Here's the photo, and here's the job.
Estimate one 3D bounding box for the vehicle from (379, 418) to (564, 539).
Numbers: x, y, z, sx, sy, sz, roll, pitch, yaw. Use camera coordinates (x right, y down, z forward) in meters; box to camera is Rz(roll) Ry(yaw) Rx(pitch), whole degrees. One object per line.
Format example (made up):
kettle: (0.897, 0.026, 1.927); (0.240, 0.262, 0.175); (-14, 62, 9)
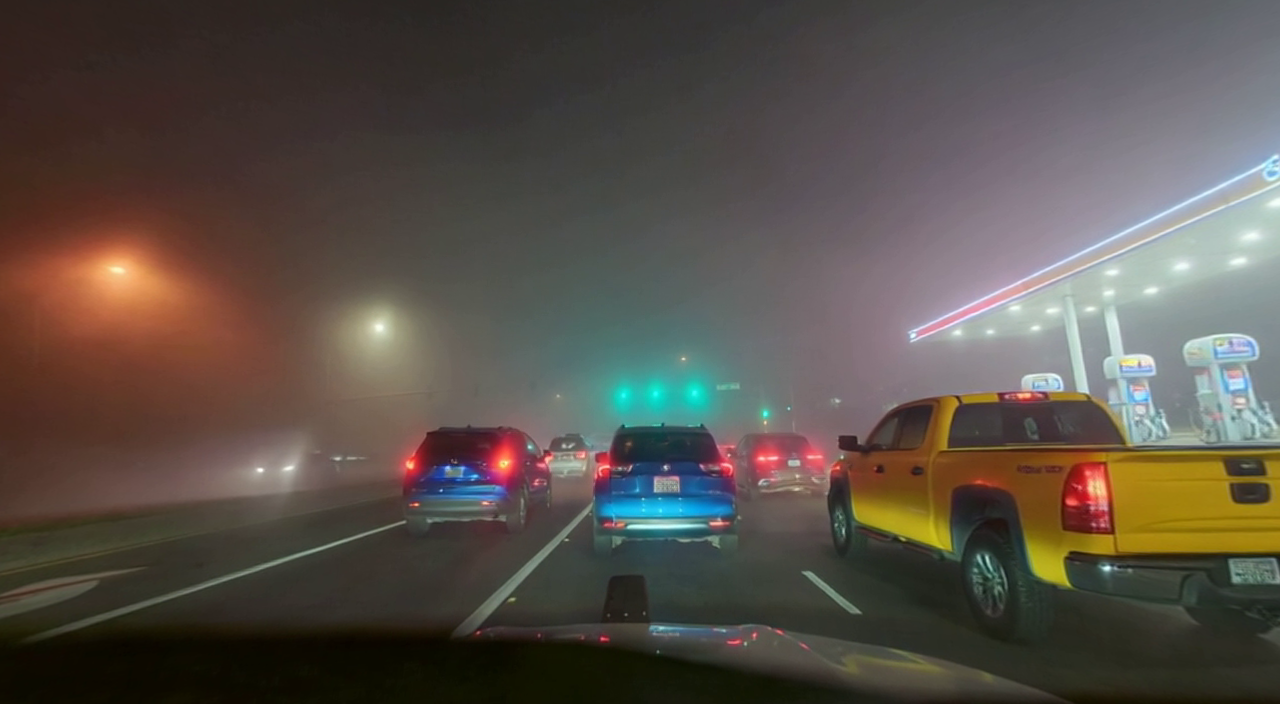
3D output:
vehicle: (-2.704, 2.148, 11.328); (2.019, 1.731, 4.299); (0, -9, 1)

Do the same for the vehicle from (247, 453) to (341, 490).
vehicle: (-15.882, 5.472, 29.217); (1.808, 1.457, 4.381); (-2, -9, 1)

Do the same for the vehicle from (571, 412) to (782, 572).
vehicle: (0.369, 1.764, 8.670); (2.181, 1.650, 4.083); (0, -9, 0)

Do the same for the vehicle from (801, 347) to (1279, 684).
vehicle: (3.416, 1.294, 6.238); (2.161, 1.868, 5.321); (0, -9, -1)
